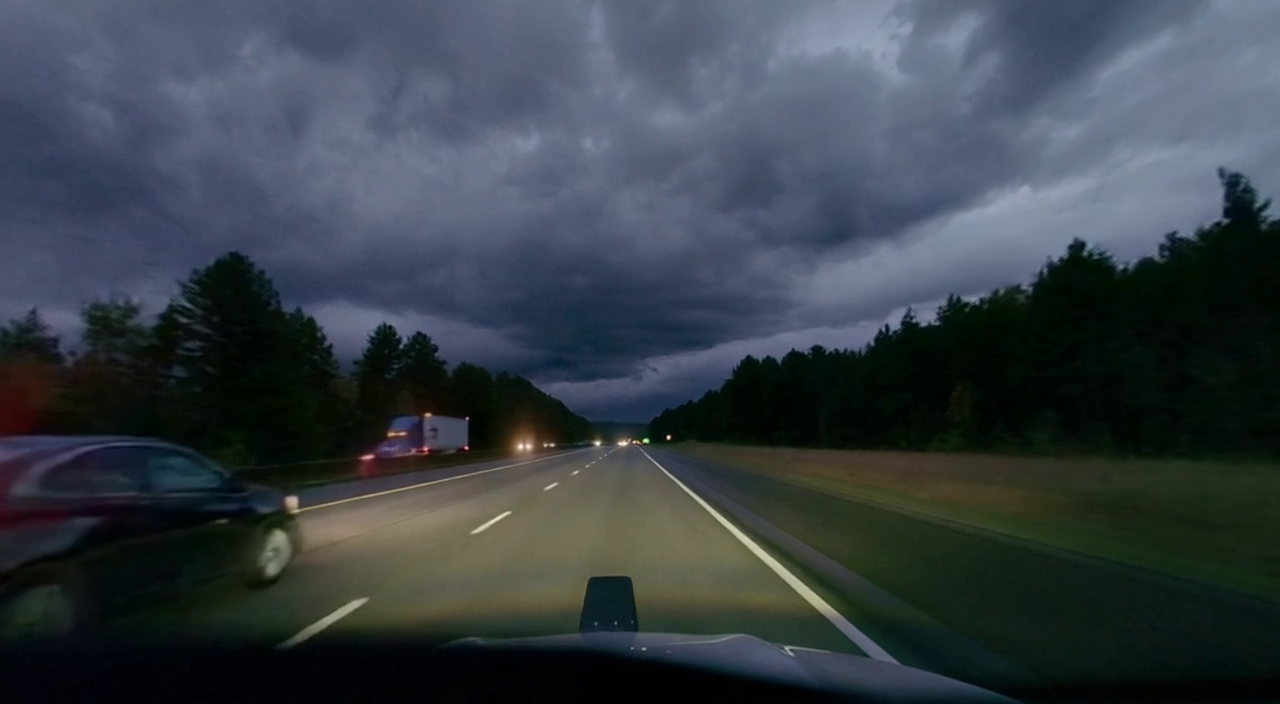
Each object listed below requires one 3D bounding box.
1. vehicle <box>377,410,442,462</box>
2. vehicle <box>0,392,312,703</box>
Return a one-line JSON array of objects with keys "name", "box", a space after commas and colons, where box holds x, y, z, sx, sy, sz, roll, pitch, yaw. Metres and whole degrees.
[{"name": "vehicle", "box": [-18.124, 6.689, 49.929, 2.950, 3.801, 5.860, -1, -8, -1]}, {"name": "vehicle", "box": [-4.250, 1.078, 3.586, 2.202, 1.587, 4.754, -1, -8, 0]}]
